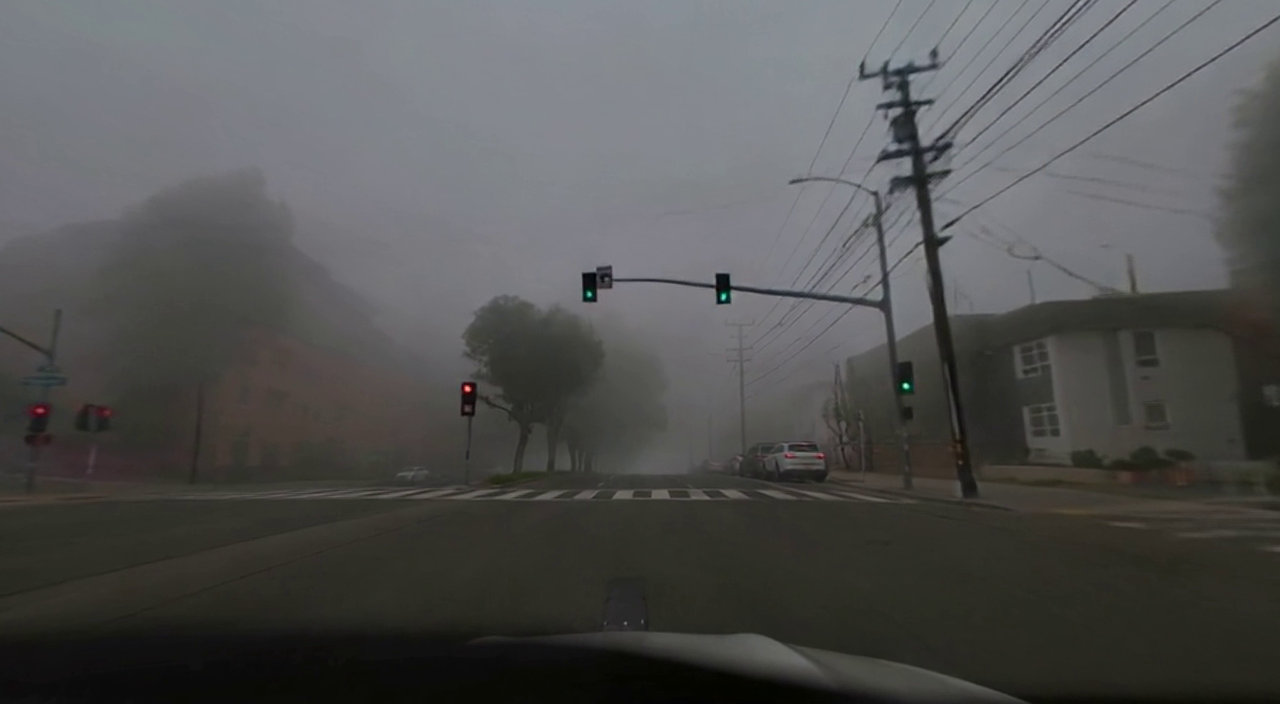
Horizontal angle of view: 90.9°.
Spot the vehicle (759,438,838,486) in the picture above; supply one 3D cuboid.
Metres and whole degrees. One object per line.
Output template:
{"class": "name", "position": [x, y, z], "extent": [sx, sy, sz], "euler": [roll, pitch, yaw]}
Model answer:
{"class": "vehicle", "position": [6.913, 4.854, 28.118], "extent": [2.148, 1.904, 4.910], "euler": [0, -9, -1]}
